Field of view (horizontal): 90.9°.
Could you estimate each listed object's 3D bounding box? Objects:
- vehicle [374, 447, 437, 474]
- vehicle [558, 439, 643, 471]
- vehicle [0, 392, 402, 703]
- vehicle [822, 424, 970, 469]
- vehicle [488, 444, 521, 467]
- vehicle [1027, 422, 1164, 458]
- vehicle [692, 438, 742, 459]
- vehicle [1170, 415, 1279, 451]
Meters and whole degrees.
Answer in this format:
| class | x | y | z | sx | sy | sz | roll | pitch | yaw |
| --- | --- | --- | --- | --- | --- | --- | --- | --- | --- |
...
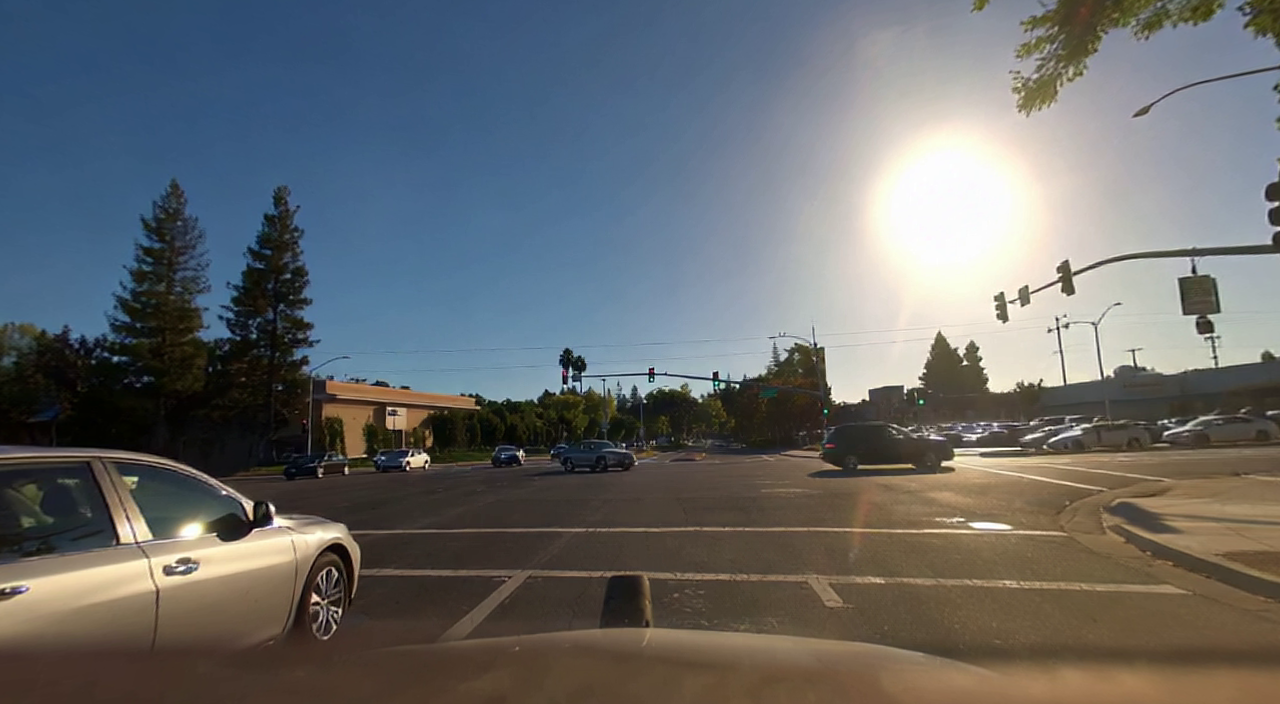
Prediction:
| class | x | y | z | sx | sy | sz | roll | pitch | yaw |
| --- | --- | --- | --- | --- | --- | --- | --- | --- | --- |
| vehicle | -14.161 | 6.554 | 38.329 | 1.920 | 1.489 | 4.415 | -1 | -8 | 3 |
| vehicle | -2.050 | 5.155 | 31.788 | 1.986 | 1.478 | 4.180 | 8 | -12 | -44 |
| vehicle | -2.952 | 0.986 | 2.713 | 1.924 | 1.482 | 4.734 | 0 | -8 | 1 |
| vehicle | 10.156 | 3.814 | 25.422 | 5.268 | 1.687 | 1.942 | -3 | -9 | 18 |
| vehicle | -9.088 | 6.955 | 42.525 | 1.841 | 1.450 | 4.364 | 1 | -9 | -8 |
| vehicle | 19.946 | 3.866 | 27.737 | 4.552 | 1.492 | 2.002 | 0 | -9 | -4 |
| vehicle | 5.814 | 7.412 | 48.299 | 1.868 | 1.495 | 4.467 | 3 | -9 | -21 |
| vehicle | 26.858 | 3.657 | 28.403 | 4.240 | 1.540 | 1.944 | 0 | -9 | -4 |
